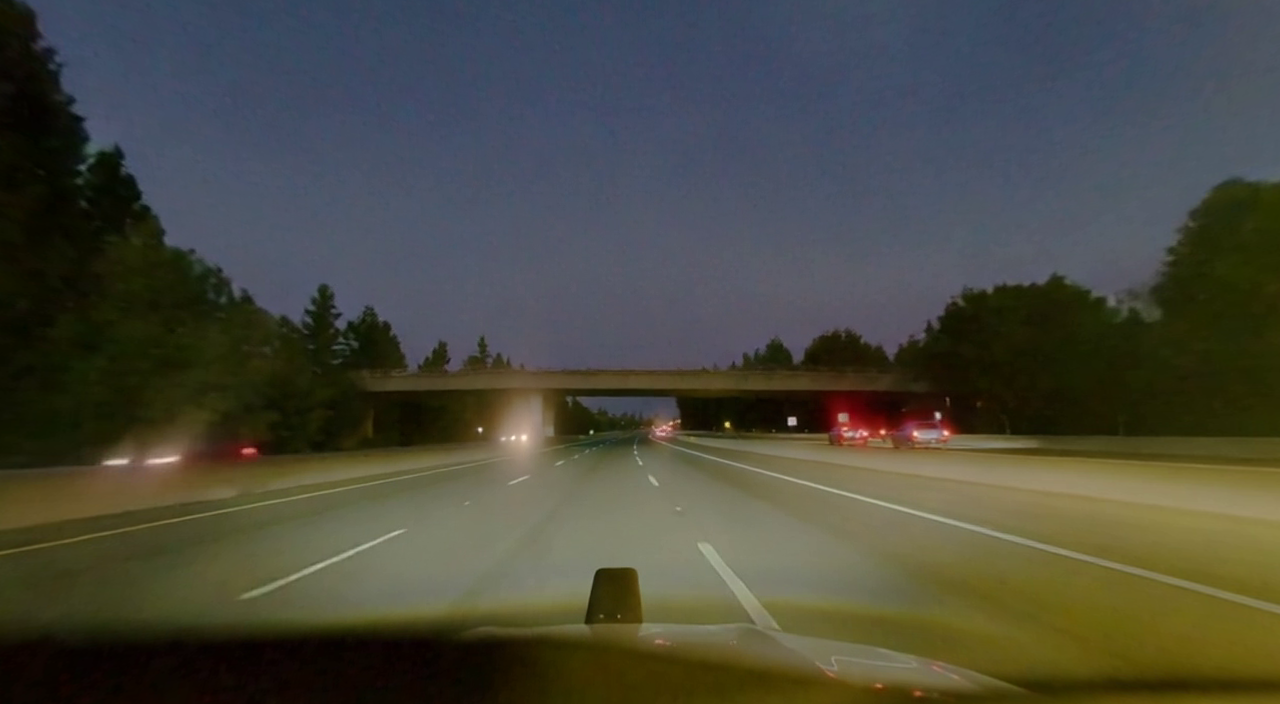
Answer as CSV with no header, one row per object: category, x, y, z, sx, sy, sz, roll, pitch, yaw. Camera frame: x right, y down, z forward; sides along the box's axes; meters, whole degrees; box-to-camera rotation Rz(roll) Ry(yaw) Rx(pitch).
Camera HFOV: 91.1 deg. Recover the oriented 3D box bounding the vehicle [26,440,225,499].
vehicle,-14.640,3.321,18.368,1.969,1.473,4.711,0,-8,-2
